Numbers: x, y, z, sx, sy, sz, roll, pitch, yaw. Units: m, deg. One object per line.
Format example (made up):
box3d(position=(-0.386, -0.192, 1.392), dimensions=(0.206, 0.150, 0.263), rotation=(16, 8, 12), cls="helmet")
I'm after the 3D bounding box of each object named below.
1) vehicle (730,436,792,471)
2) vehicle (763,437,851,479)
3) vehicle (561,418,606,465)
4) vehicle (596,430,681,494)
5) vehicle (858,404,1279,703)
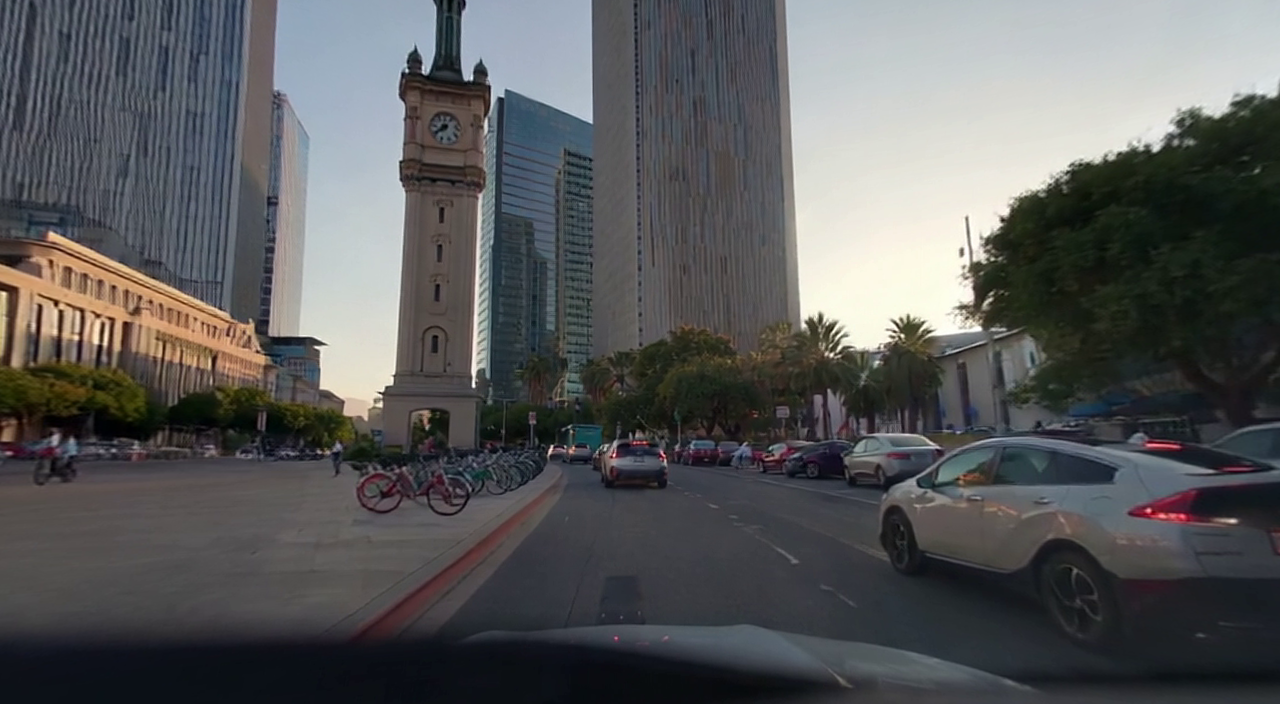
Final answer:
box3d(position=(6.270, 5.346, 33.326), dimensions=(1.860, 1.684, 4.211), rotation=(1, -9, -9), cls="vehicle")
box3d(position=(6.986, 4.488, 27.006), dimensions=(2.067, 1.641, 4.569), rotation=(1, -9, -6), cls="vehicle")
box3d(position=(-3.833, 6.000, 42.190), dimensions=(2.400, 2.872, 6.053), rotation=(2, -9, -10), cls="vehicle")
box3d(position=(-0.162, 3.109, 18.066), dimensions=(2.111, 1.605, 3.832), rotation=(1, -9, -5), cls="vehicle")
box3d(position=(3.740, 1.329, 5.021), dimensions=(2.116, 1.500, 4.702), rotation=(0, -9, -3), cls="vehicle")
